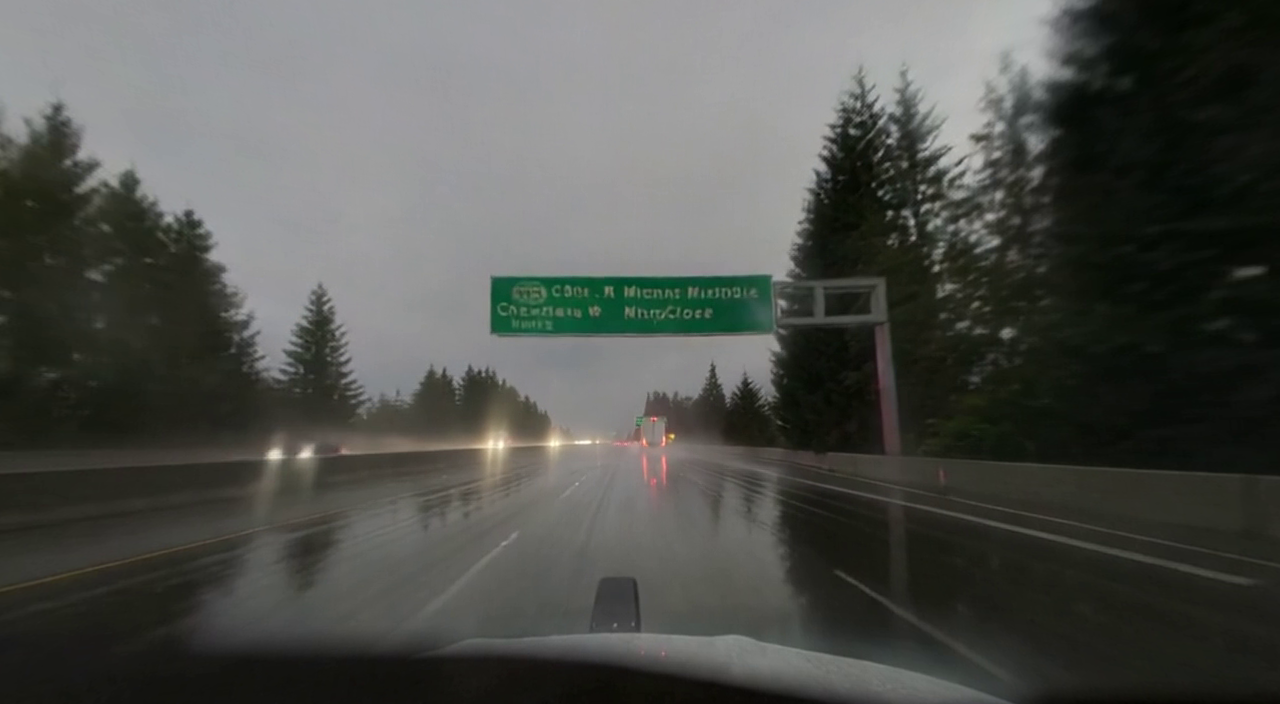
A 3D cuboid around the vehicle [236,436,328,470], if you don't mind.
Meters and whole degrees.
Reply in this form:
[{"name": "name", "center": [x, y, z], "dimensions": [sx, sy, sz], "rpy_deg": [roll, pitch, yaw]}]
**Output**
[{"name": "vehicle", "center": [-17.387, 4.919, 30.835], "dimensions": [1.890, 1.501, 4.553], "rpy_deg": [0, -8, -1]}]
